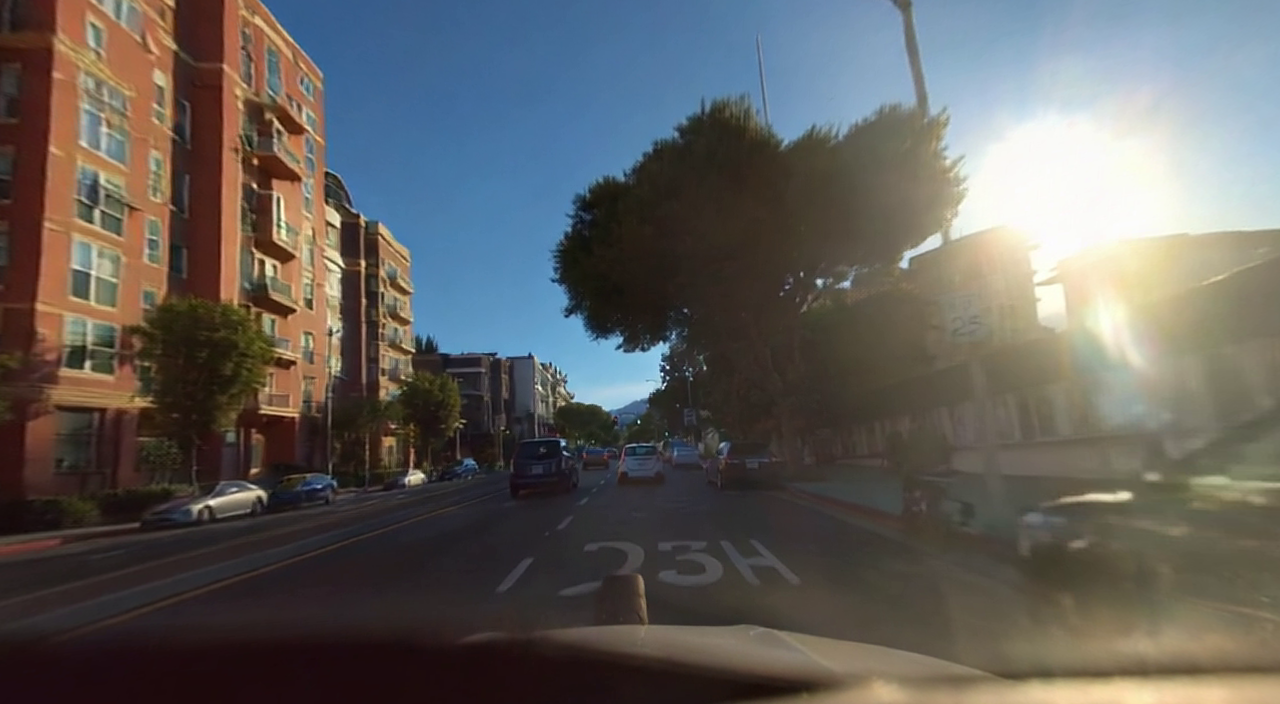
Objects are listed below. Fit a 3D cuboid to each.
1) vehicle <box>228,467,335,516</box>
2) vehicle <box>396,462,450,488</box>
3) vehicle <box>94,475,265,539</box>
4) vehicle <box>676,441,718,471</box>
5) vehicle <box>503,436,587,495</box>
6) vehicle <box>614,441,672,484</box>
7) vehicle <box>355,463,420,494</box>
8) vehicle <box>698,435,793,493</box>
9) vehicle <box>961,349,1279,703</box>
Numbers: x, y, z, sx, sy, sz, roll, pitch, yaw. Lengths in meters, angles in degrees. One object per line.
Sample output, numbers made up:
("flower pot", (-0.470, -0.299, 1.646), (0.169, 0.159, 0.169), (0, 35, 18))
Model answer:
("vehicle", (-13.780, 5.349, 24.595), (1.839, 1.594, 4.055), (0, -9, -1))
("vehicle", (-13.707, 7.780, 40.206), (1.752, 1.479, 4.575), (0, -9, 0))
("vehicle", (-13.762, 4.614, 19.298), (1.907, 1.480, 4.498), (0, -9, -1))
("vehicle", (3.054, 5.646, 34.435), (1.933, 1.501, 4.349), (0, -9, 1))
("vehicle", (-2.982, 3.668, 20.817), (2.065, 1.705, 4.353), (0, -9, 0))
("vehicle", (0.113, 4.120, 23.811), (2.026, 1.496, 3.701), (0, -9, 0))
("vehicle", (-13.866, 6.958, 35.023), (1.844, 1.499, 4.421), (0, -9, -1))
("vehicle", (3.081, 3.385, 19.472), (2.077, 1.532, 4.694), (0, -9, 0))
("vehicle", (3.206, 0.760, 1.842), (1.925, 1.635, 4.905), (0, -9, 0))
